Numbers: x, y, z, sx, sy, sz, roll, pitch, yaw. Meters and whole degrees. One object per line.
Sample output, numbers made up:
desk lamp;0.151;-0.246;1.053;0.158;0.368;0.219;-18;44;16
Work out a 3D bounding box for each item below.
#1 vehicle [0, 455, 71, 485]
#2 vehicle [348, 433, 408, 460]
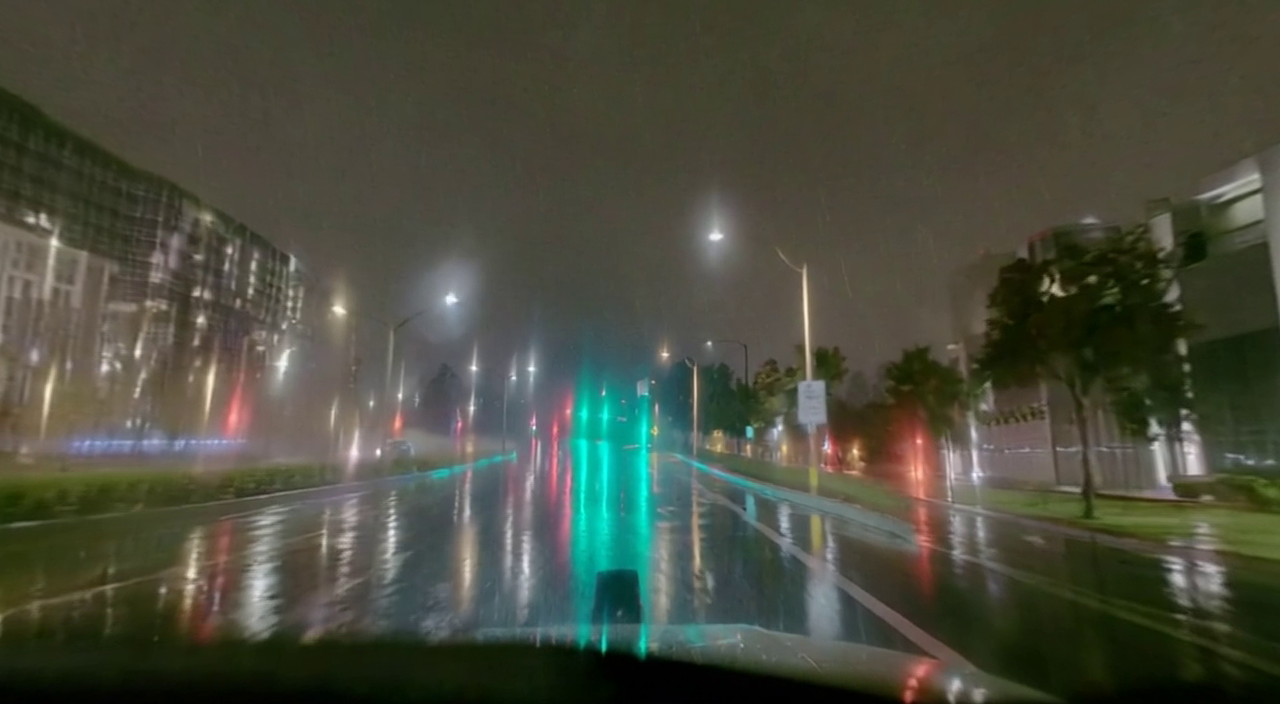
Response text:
vehicle;-32.659;6.196;33.318;1.794;1.427;3.715;0;-8;0
vehicle;-18.621;6.756;45.130;2.066;1.791;4.878;0;-8;1
